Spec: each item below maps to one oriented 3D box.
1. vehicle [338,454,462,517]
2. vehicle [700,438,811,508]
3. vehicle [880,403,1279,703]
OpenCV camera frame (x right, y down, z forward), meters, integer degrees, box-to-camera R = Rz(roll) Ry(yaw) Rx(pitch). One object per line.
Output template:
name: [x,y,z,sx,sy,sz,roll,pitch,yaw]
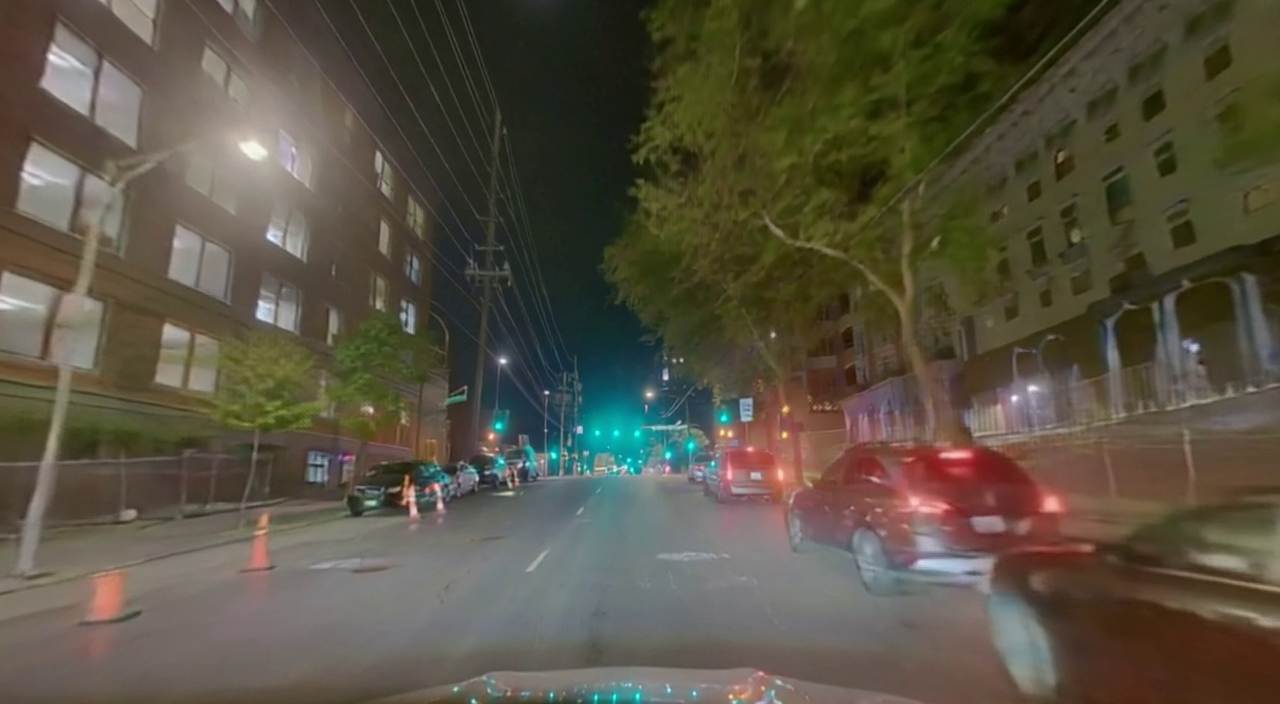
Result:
vehicle: [-6.542,3.650,17.811,1.968,1.450,4.271,0,-8,-2]
vehicle: [3.168,3.440,18.505,2.141,1.737,5.009,0,-9,-2]
vehicle: [2.911,0.989,2.460,2.010,1.499,4.754,0,-8,-1]
